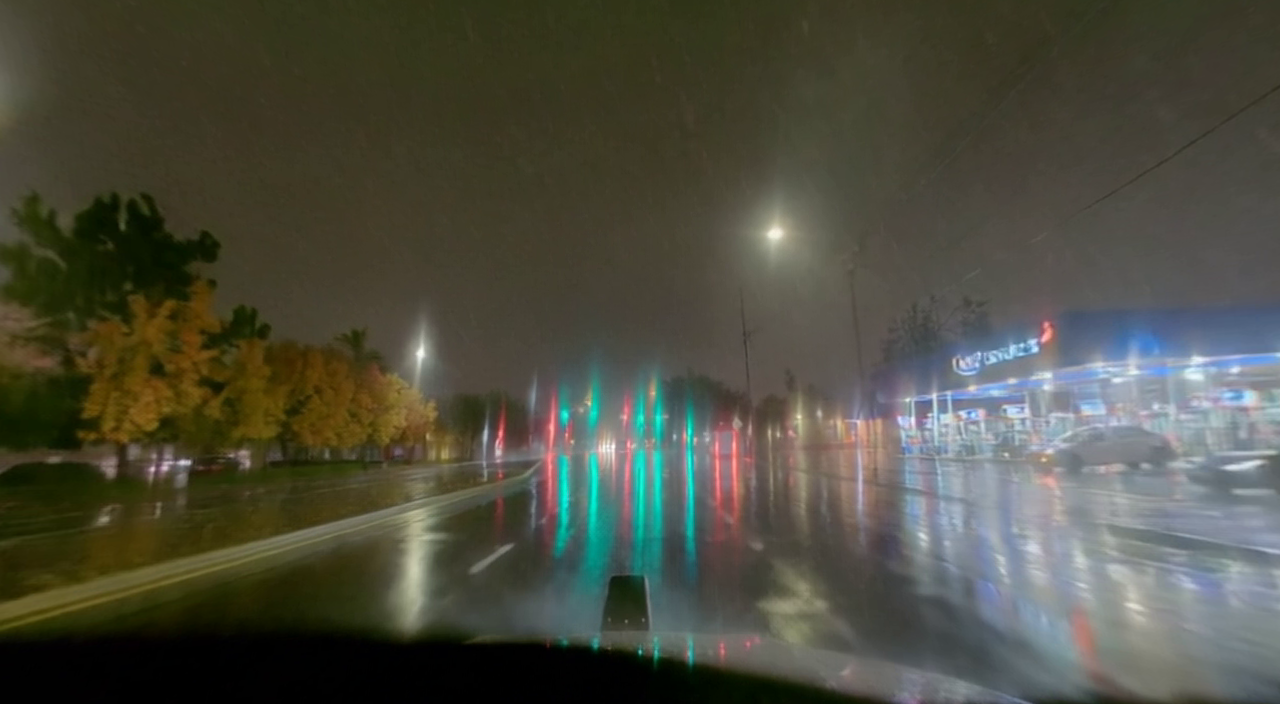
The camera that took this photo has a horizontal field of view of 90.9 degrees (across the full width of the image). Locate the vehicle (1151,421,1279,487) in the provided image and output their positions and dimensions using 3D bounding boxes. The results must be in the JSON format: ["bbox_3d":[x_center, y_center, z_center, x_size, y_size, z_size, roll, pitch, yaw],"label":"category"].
[{"bbox_3d":[15.830,2.595,16.237,4.167,1.528,1.874,2,-9,-15],"label":"vehicle"}]
